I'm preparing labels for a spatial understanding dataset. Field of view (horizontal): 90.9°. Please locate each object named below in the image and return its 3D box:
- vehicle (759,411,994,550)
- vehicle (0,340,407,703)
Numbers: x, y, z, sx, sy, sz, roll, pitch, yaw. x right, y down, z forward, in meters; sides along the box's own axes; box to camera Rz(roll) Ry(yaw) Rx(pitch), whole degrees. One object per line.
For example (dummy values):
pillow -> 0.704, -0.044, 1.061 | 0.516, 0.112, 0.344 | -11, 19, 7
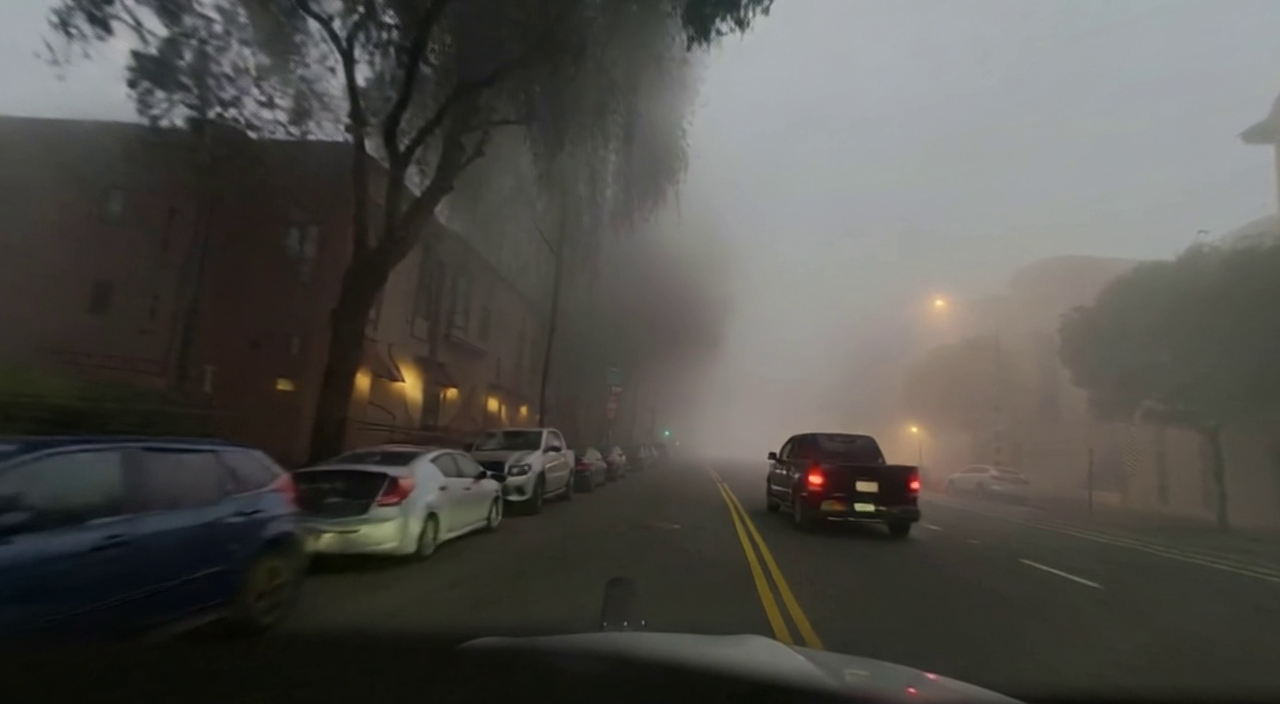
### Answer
vehicle -> 3.842, 2.221, 11.795 | 2.411, 1.899, 5.993 | -1, -8, 4
vehicle -> -3.380, 0.917, 3.179 | 2.179, 1.658, 4.765 | -1, -8, 6
